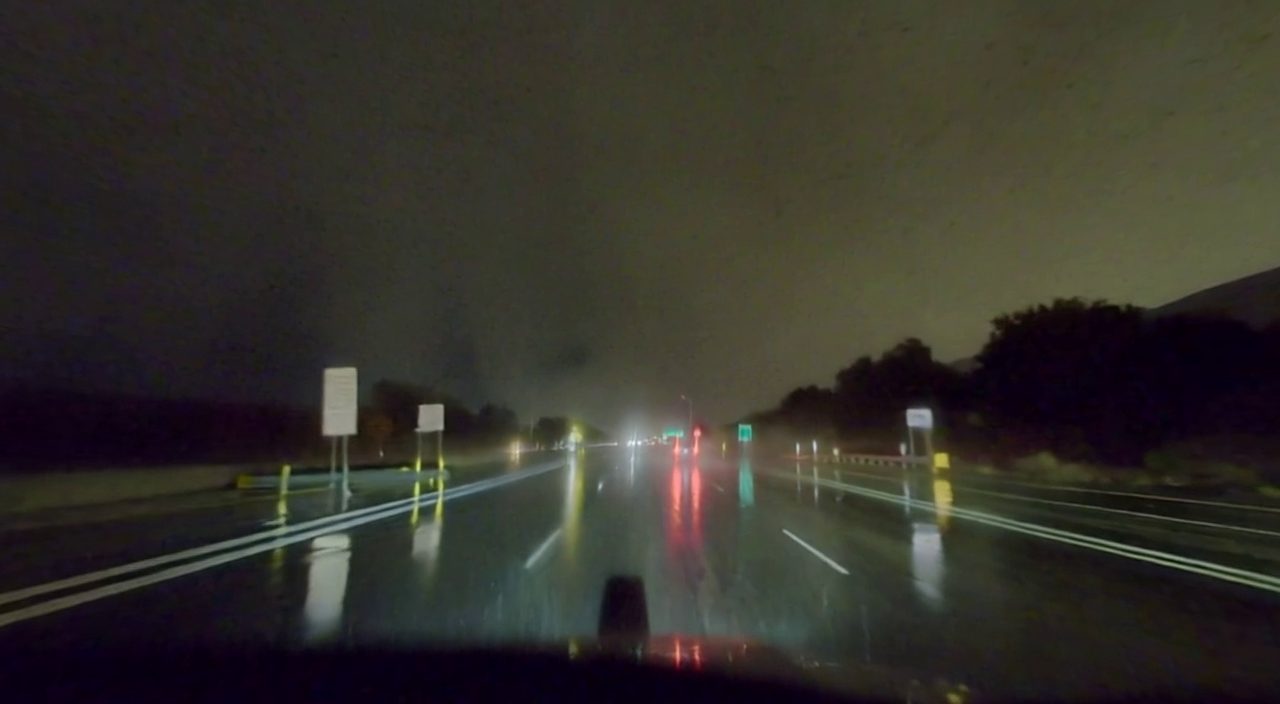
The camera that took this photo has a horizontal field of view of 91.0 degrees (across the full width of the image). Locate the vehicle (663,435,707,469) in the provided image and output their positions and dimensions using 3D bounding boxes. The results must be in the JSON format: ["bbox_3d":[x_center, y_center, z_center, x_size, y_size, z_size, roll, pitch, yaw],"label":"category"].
[{"bbox_3d":[2.332,5.312,33.633,2.050,1.654,4.192,0,-8,0],"label":"vehicle"}]
